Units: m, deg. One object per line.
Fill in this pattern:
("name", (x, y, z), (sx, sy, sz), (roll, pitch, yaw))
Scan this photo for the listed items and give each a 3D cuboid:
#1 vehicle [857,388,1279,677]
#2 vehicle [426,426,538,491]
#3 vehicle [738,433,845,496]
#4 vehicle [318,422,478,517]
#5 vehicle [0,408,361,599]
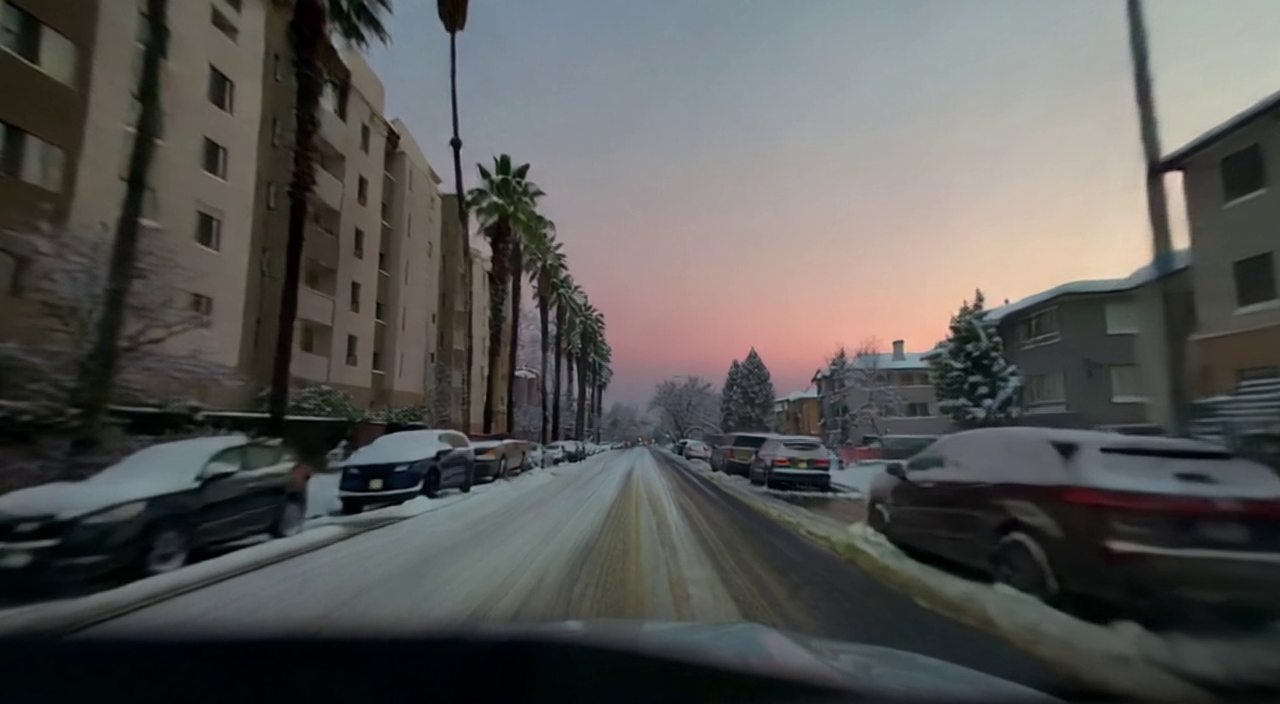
("vehicle", (4.242, 1.490, 6.508), (2.201, 1.787, 5.007), (0, -8, 0))
("vehicle", (-5.393, 3.770, 22.679), (2.227, 1.967, 6.220), (0, -9, 2))
("vehicle", (4.595, 3.510, 20.062), (2.220, 1.738, 4.800), (0, -8, 1))
("vehicle", (-5.507, 2.706, 15.166), (2.087, 1.896, 4.554), (0, -8, -1))
("vehicle", (-5.685, 1.792, 8.425), (1.947, 1.806, 4.413), (1, -8, -1))
